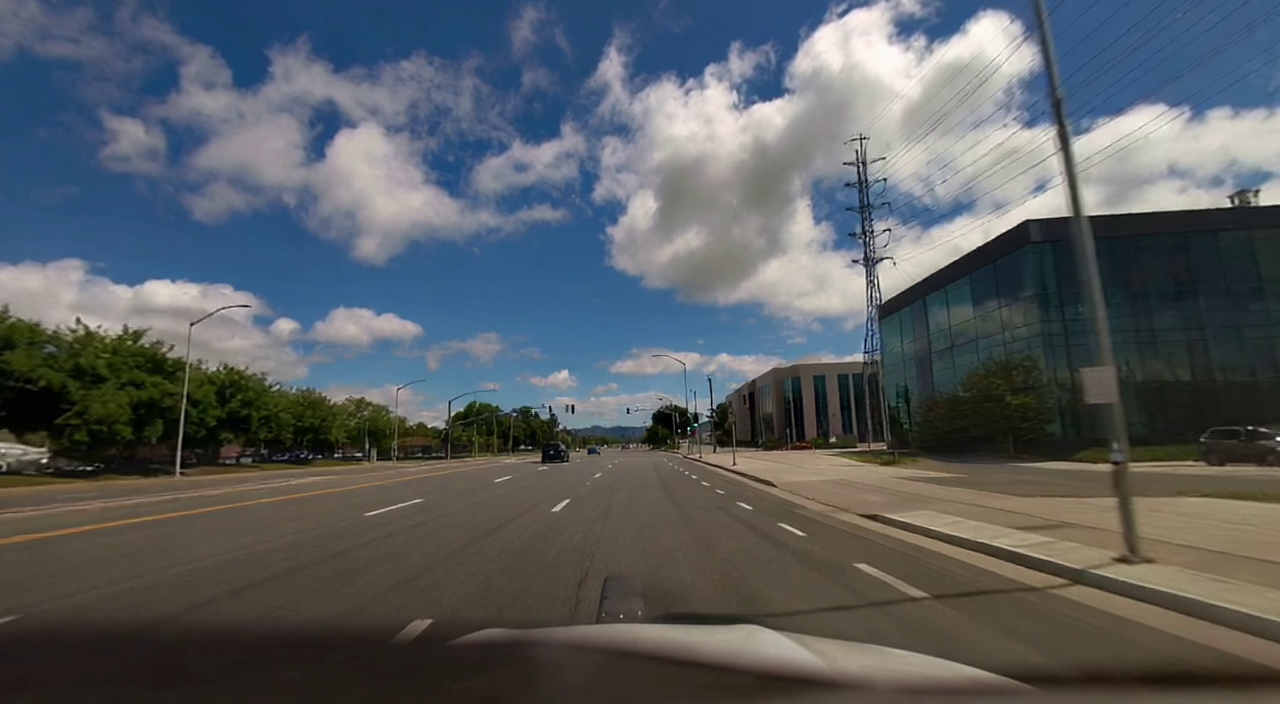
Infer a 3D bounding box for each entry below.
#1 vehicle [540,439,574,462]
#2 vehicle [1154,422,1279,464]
[{"bbox_3d":[-6.475,7.705,49.616,2.052,1.662,4.299,0,-8,0],"label":"vehicle"},{"bbox_3d":[22.625,3.487,24.171,1.847,1.438,4.601,0,-8,-3],"label":"vehicle"}]
